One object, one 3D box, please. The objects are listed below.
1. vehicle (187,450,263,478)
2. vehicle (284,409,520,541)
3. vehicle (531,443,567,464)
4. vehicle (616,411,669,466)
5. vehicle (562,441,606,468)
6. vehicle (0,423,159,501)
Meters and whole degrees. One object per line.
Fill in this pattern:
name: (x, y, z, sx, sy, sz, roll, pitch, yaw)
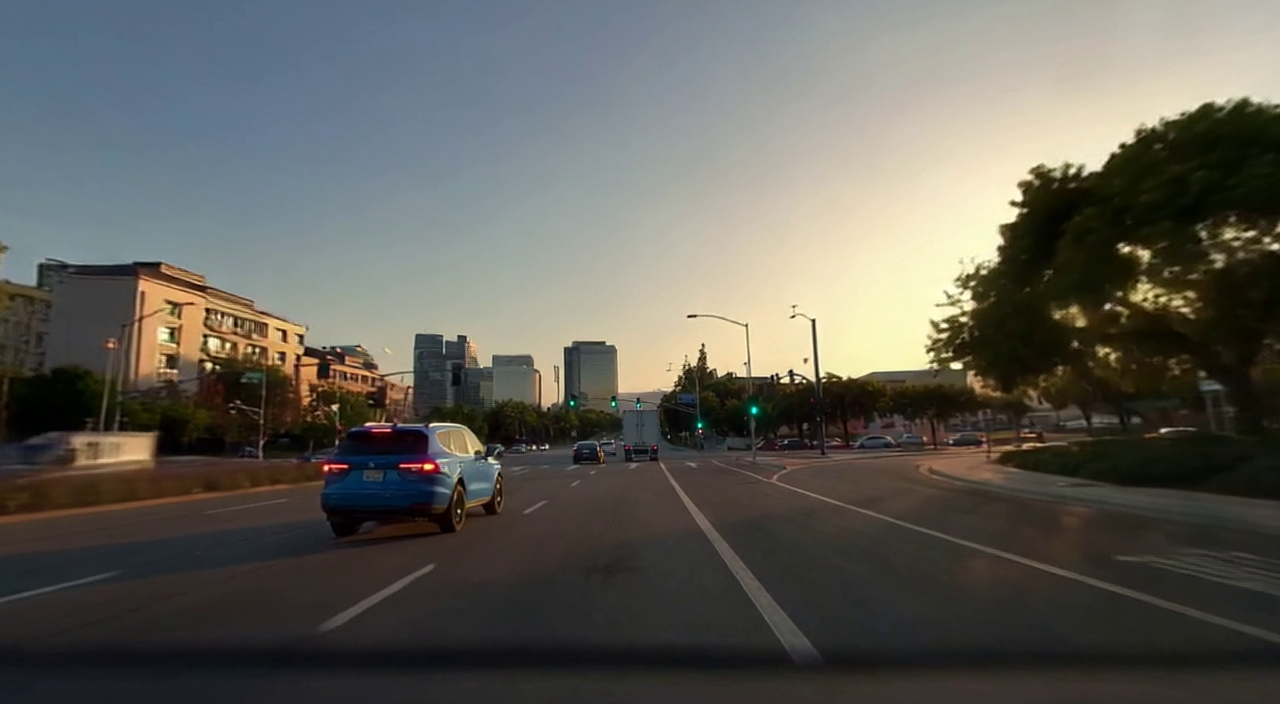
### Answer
vehicle: (-28.424, 7.667, 43.179, 1.945, 1.741, 4.644, 0, -8, 1)
vehicle: (-3.807, 2.080, 11.297, 2.178, 1.826, 4.933, 0, -8, 1)
vehicle: (-6.662, 7.467, 46.397, 1.933, 1.477, 4.119, 0, -8, 1)
vehicle: (0.222, 5.366, 38.724, 2.993, 3.051, 6.692, 0, -8, 2)
vehicle: (-3.182, 5.904, 36.423, 2.023, 1.483, 4.143, 0, -8, 1)
vehicle: (-21.528, 3.998, 23.339, 2.406, 2.509, 5.940, 0, -8, 1)
